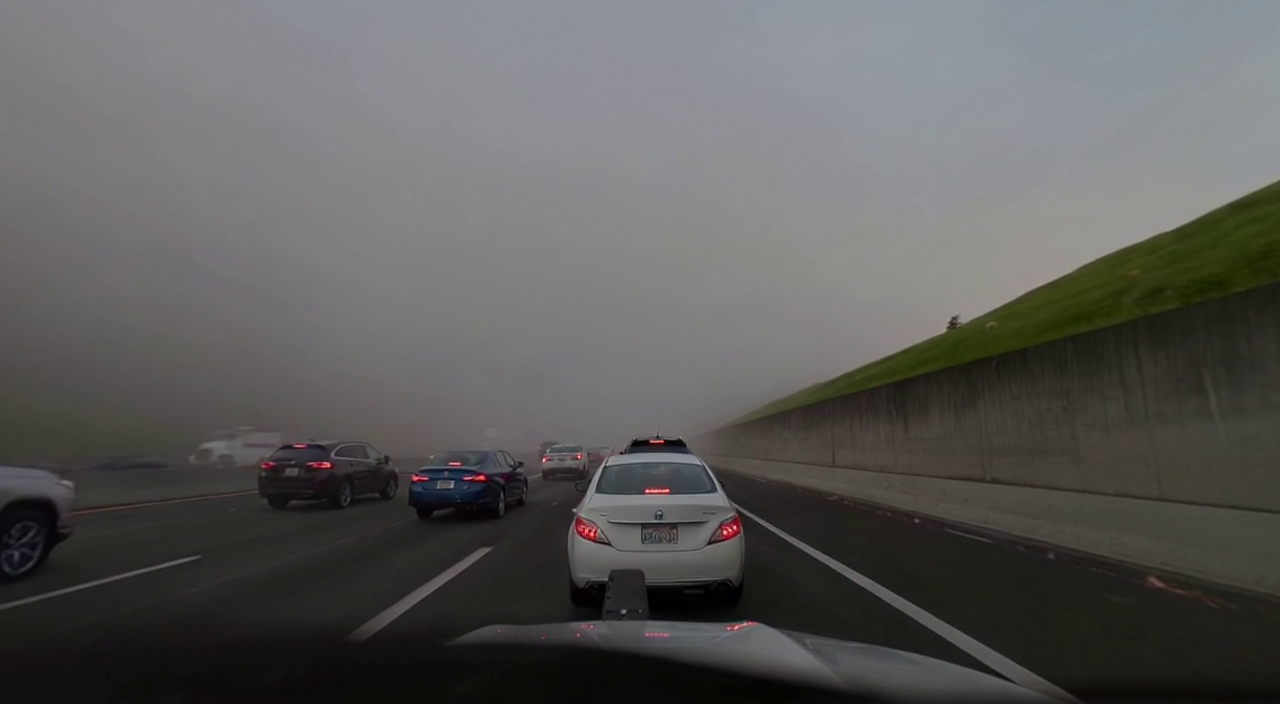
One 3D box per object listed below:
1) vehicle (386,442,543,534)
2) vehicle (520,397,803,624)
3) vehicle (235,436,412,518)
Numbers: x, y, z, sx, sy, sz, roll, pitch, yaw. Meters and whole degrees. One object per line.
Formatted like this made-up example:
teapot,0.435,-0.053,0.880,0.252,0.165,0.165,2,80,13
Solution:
vehicle,-3.234,2.574,12.535,1.917,1.506,3.949,0,-9,1
vehicle,0.129,1.647,7.670,2.210,1.760,5.303,0,-9,-1
vehicle,-7.506,2.981,15.602,1.986,1.700,4.558,0,-9,0
